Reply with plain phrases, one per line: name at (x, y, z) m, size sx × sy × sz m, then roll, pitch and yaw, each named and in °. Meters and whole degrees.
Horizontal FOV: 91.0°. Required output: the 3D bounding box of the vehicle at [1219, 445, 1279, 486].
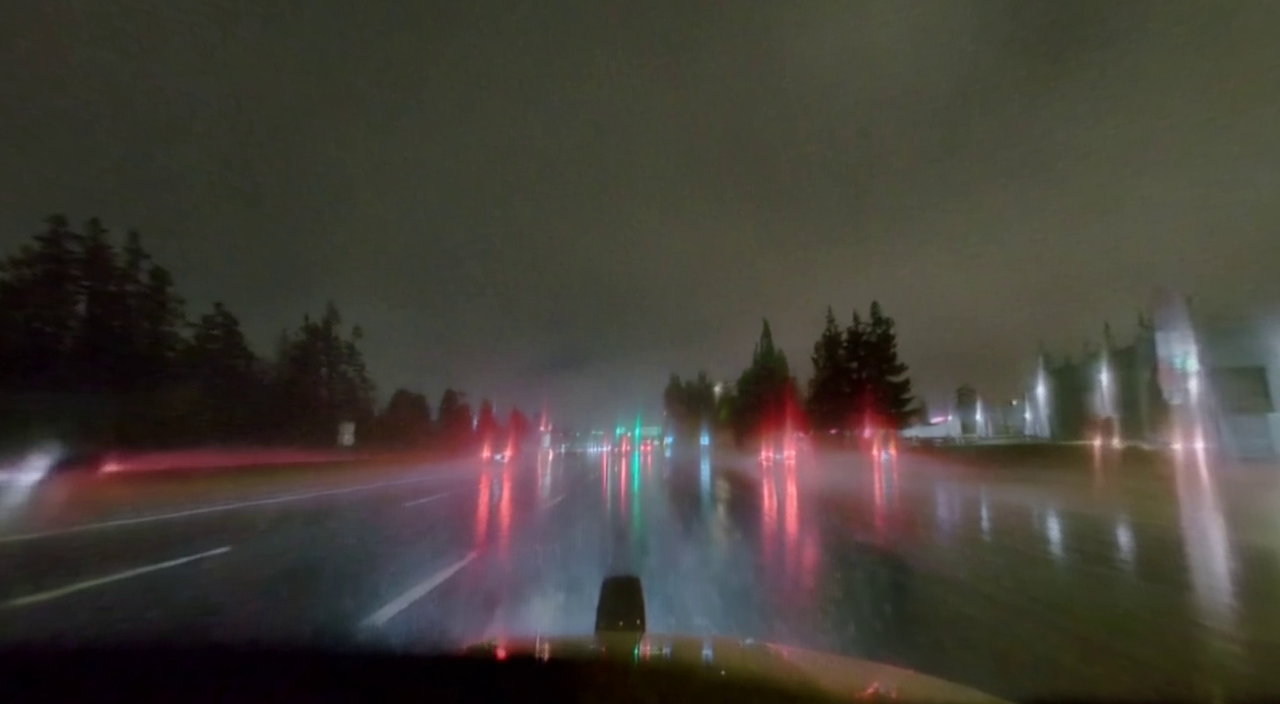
vehicle at (26.567, 4.817, 26.700) m, size 2.011 × 1.550 × 4.792 m, roll -1°, pitch -8°, yaw 31°

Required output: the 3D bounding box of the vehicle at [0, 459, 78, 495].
vehicle at (-28.432, 5.639, 28.641) m, size 1.802 × 1.485 × 4.234 m, roll 0°, pitch -9°, yaw 0°

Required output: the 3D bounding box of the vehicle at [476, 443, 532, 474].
vehicle at (-7.132, 5.610, 33.370) m, size 1.985 × 1.513 × 4.172 m, roll 0°, pitch -9°, yaw 0°
